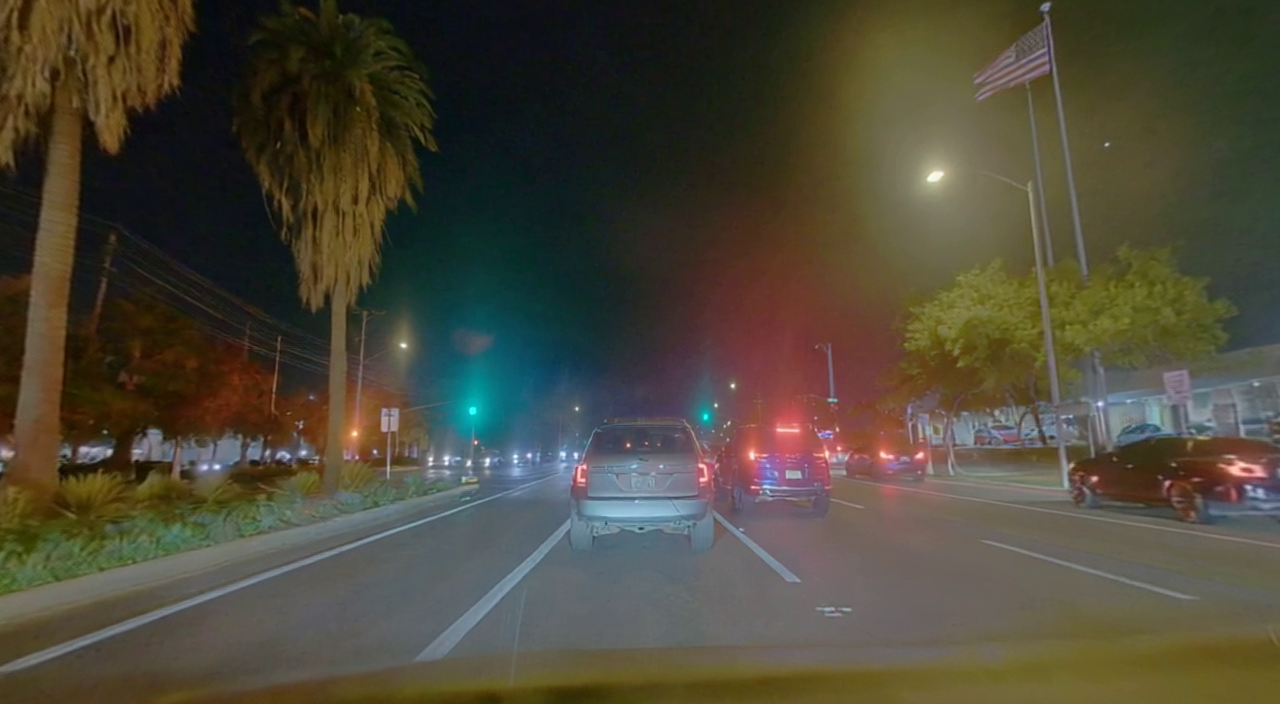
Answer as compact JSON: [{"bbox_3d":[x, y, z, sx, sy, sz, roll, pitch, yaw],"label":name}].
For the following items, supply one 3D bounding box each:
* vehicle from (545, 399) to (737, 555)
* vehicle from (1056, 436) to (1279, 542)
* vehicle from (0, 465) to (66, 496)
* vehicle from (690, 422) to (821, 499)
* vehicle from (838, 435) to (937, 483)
[{"bbox_3d":[-0.027,1.908,10.260,2.402,1.938,4.535,0,-9,-1],"label":"vehicle"},{"bbox_3d":[9.801,2.278,11.200,1.967,1.485,4.267,0,-9,1],"label":"vehicle"},{"bbox_3d":[-45.875,9.223,45.503,6.410,2.078,2.584,0,-9,0],"label":"vehicle"},{"bbox_3d":[3.299,3.331,19.814,2.773,2.021,6.212,0,-9,-1],"label":"vehicle"},{"bbox_3d":[10.088,4.389,26.181,2.155,1.779,4.582,0,-9,-1],"label":"vehicle"}]
